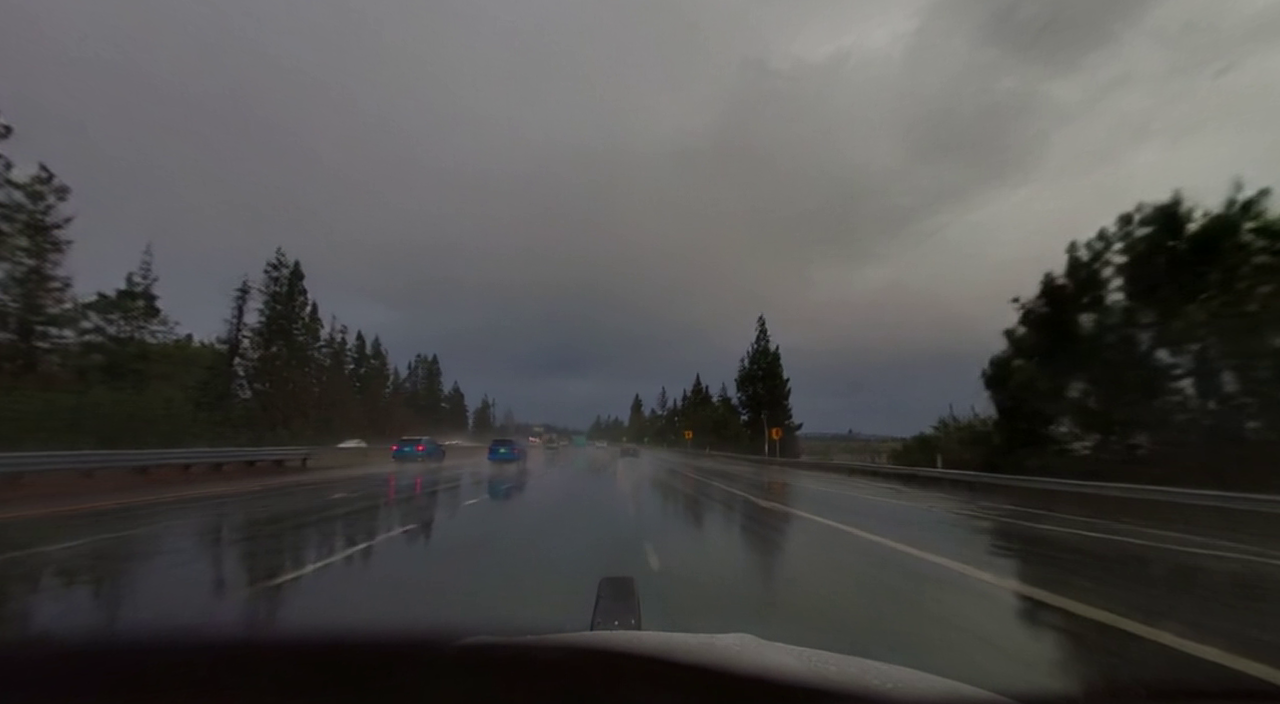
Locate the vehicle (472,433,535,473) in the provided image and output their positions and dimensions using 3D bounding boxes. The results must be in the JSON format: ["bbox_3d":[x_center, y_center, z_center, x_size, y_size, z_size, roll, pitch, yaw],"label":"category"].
[{"bbox_3d":[-6.436,4.839,30.312,2.146,1.766,4.502,0,-9,-2],"label":"vehicle"}]

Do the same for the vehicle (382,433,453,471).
[{"bbox_3d":[-10.793,4.885,31.019,2.016,1.711,4.365,0,-9,-2],"label":"vehicle"}]
